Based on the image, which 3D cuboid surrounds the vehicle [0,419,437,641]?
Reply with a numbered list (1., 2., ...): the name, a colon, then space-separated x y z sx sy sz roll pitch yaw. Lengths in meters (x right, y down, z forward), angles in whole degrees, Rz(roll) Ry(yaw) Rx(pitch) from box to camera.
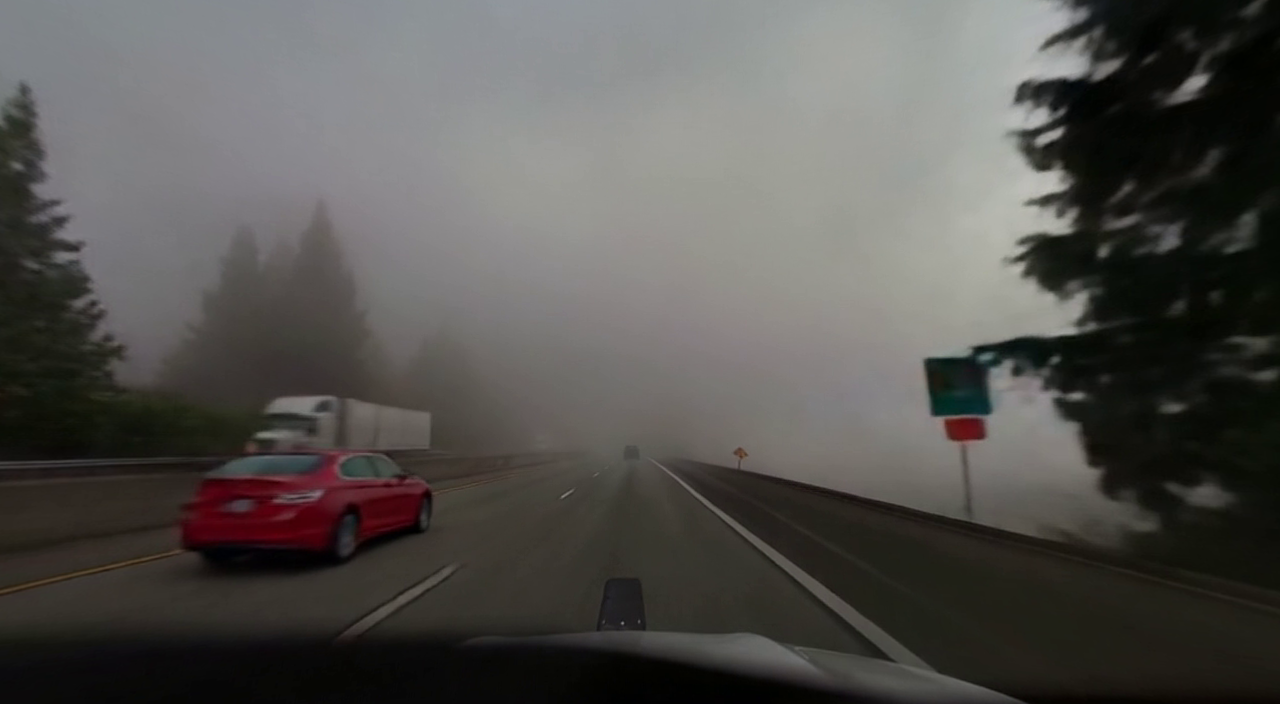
1. vehicle: -4.101 1.640 6.926 2.083 1.560 4.713 0 -9 1
